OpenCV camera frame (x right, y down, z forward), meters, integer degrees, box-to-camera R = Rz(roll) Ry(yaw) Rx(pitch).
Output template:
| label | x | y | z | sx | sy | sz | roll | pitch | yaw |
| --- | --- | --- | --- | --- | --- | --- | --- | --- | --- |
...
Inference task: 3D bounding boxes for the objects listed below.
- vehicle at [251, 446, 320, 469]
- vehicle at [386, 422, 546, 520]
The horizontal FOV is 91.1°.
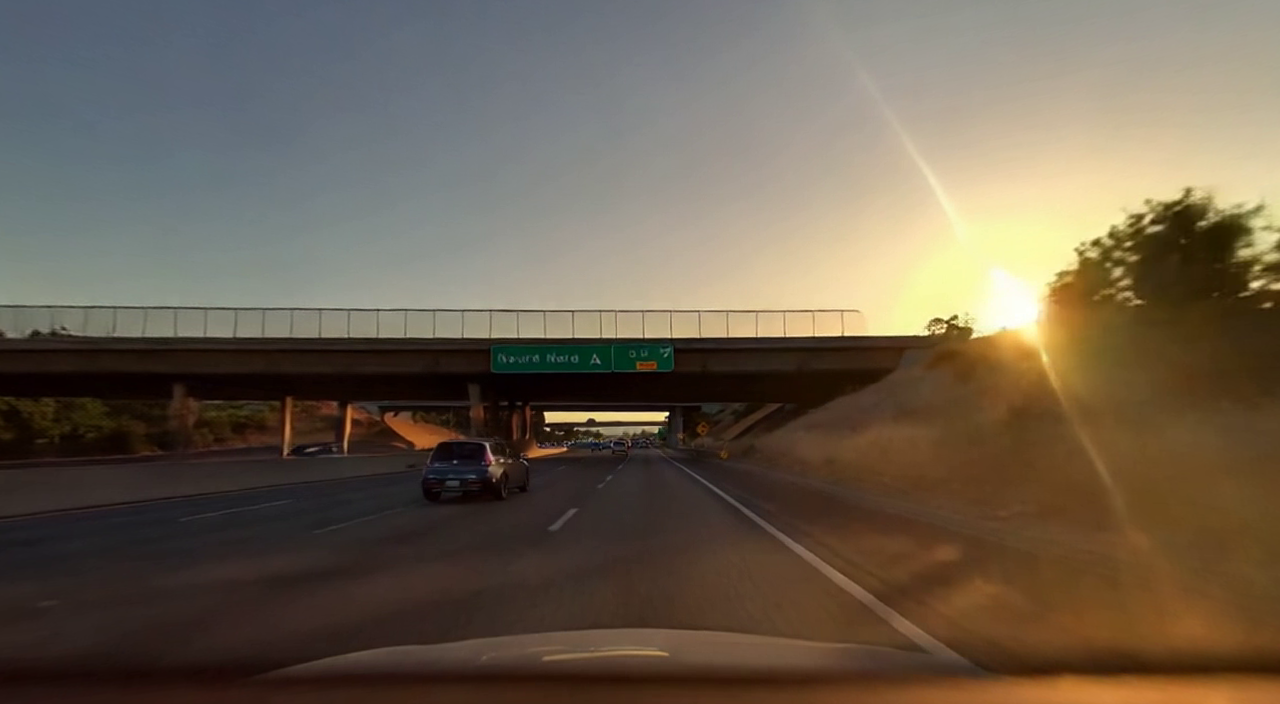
| label | x | y | z | sx | sy | sz | roll | pitch | yaw |
| --- | --- | --- | --- | --- | --- | --- | --- | --- | --- |
| vehicle | -22.877 | 6.803 | 40.711 | 1.840 | 1.425 | 4.316 | 0 | -8 | 1 |
| vehicle | -3.385 | 2.411 | 13.231 | 2.048 | 1.705 | 4.384 | 0 | -8 | 1 |
